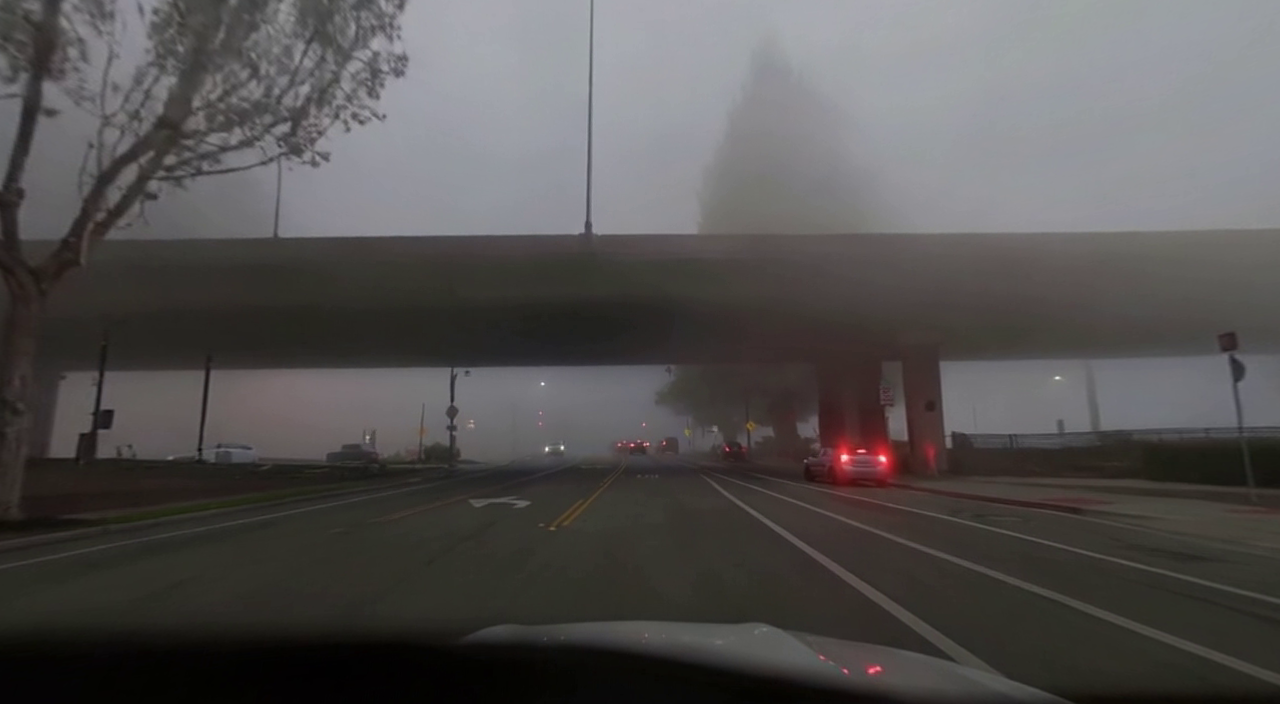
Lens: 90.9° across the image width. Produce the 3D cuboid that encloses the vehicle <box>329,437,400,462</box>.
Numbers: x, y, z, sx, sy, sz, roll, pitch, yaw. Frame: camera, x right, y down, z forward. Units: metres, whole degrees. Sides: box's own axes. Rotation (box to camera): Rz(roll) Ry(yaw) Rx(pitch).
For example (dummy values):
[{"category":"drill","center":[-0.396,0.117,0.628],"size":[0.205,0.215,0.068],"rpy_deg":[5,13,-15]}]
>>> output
[{"category":"vehicle","center":[-20.488,7.236,46.980],"size":[4.335,1.772,1.927],"rpy_deg":[0,-8,-4]}]

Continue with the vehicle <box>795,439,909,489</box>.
[{"category":"vehicle","center":[6.756,3.602,20.691],"size":[2.035,1.435,4.481],"rpy_deg":[0,-8,-2]}]

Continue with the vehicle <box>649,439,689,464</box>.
[{"category":"vehicle","center":[1.783,6.308,39.935],"size":[2.280,1.475,4.051],"rpy_deg":[0,-8,-1]}]

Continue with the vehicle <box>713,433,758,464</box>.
[{"category":"vehicle","center":[6.403,6.550,42.871],"size":[2.154,1.915,4.908],"rpy_deg":[0,-8,-1]}]
